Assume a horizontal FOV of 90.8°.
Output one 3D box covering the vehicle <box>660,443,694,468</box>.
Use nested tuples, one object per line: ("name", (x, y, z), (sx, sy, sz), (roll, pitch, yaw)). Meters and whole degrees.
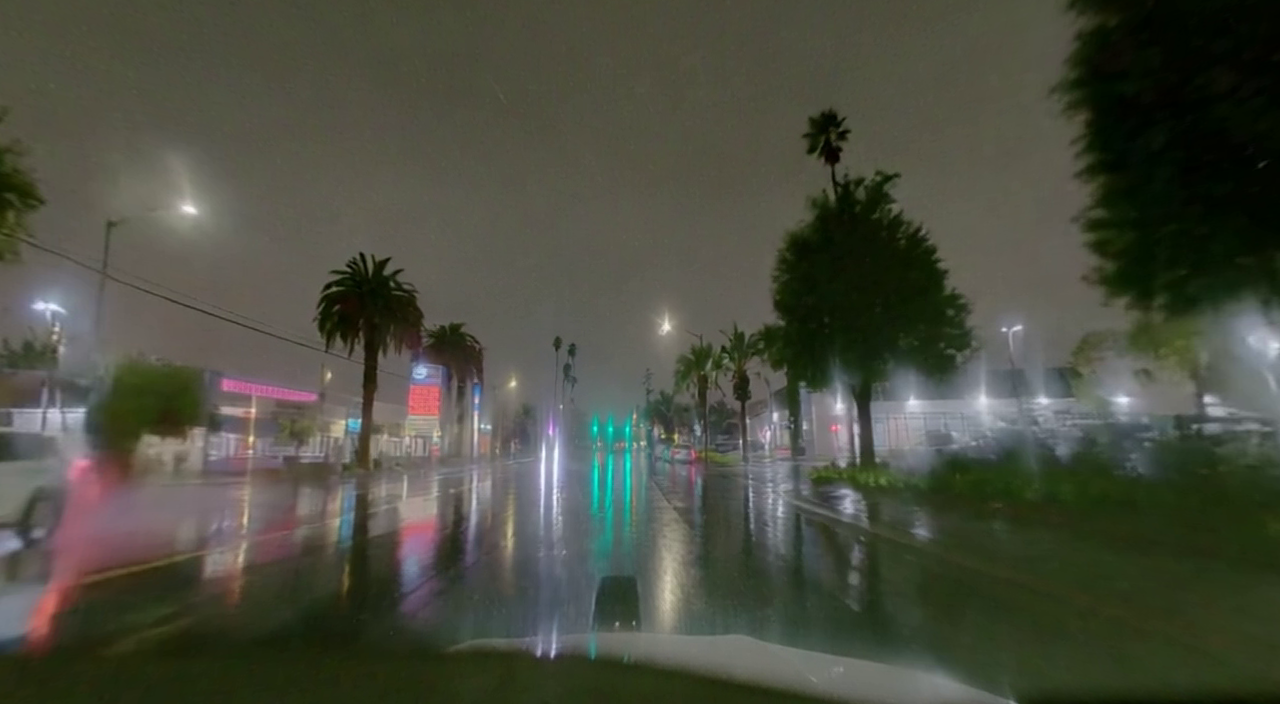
("vehicle", (2.517, 7.178, 44.003), (2.046, 1.588, 4.508), (0, -9, -1))
